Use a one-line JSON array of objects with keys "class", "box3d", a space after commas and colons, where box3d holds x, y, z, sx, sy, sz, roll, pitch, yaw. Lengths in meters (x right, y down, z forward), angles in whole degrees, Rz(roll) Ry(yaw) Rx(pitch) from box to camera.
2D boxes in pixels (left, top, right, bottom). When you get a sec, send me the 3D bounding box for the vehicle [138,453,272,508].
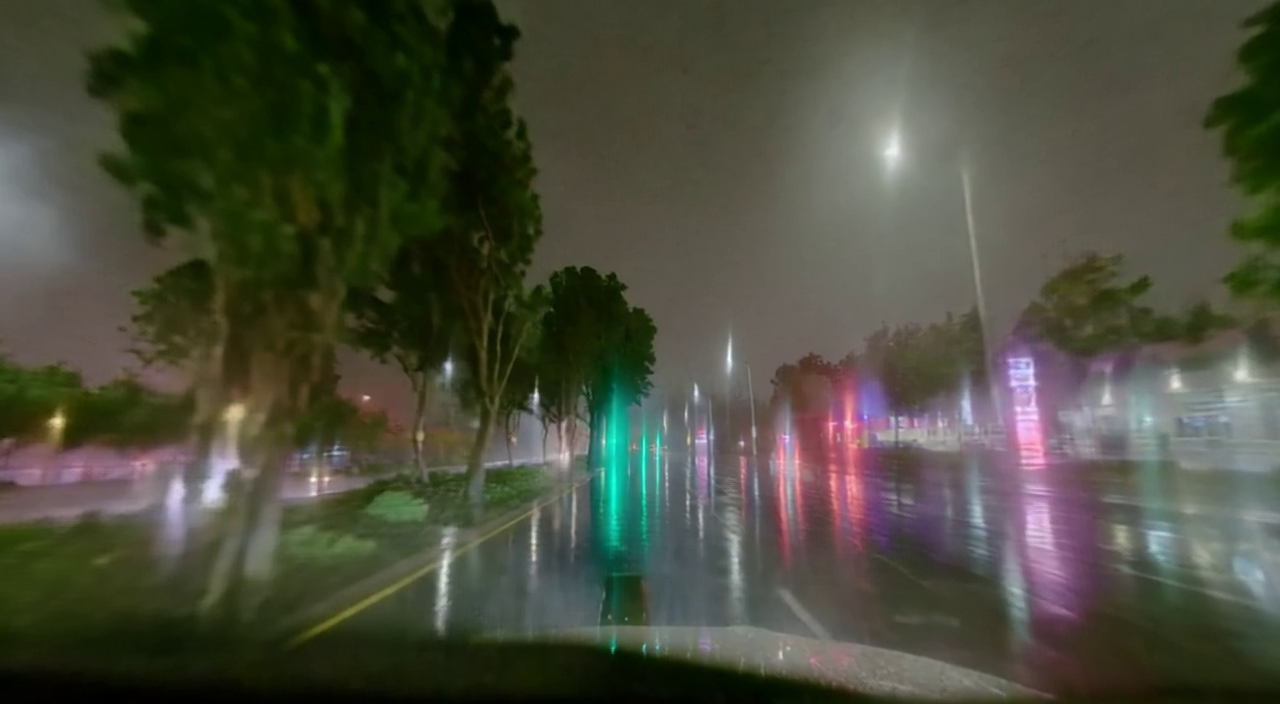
[{"class": "vehicle", "box3d": [-14.346, 4.209, 21.231, 2.129, 1.494, 5.184, 2, -9, -16]}]
